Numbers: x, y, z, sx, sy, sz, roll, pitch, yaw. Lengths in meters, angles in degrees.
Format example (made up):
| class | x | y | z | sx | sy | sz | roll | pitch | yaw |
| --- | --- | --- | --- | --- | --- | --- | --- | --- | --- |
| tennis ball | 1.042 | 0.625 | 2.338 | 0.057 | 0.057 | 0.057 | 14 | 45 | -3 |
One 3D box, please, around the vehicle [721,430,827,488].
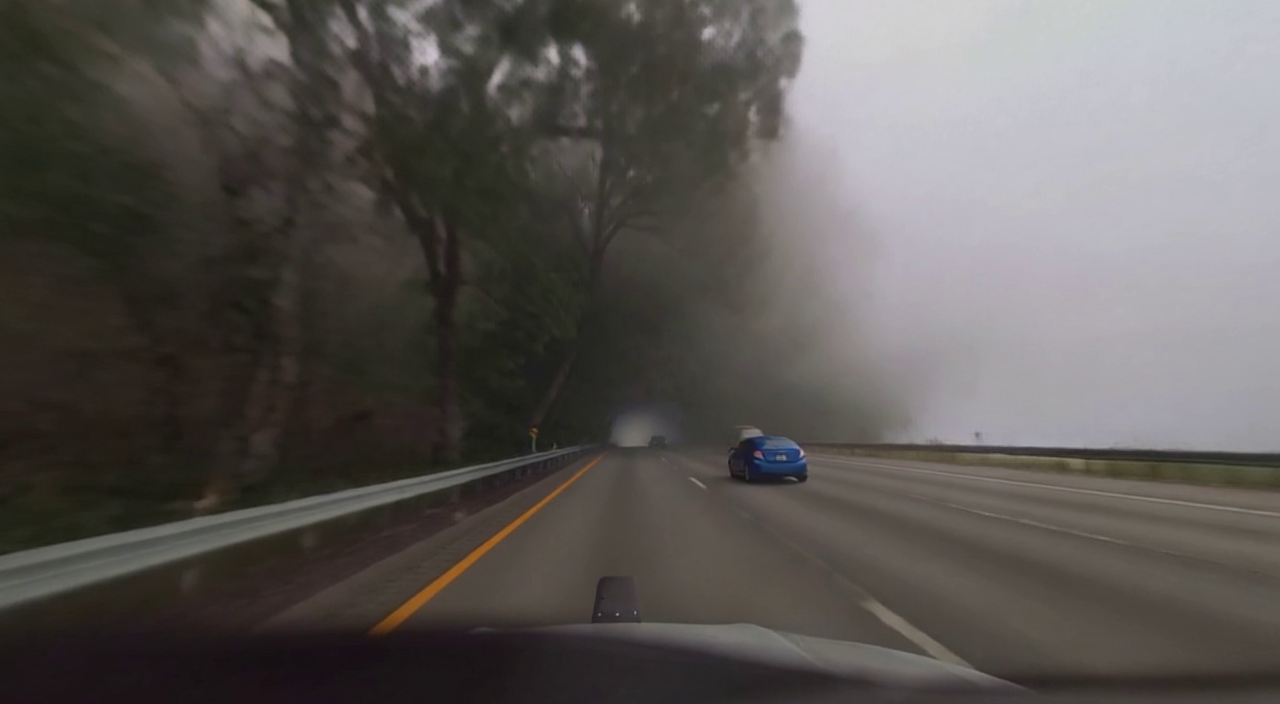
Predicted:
| class | x | y | z | sx | sy | sz | roll | pitch | yaw |
| --- | --- | --- | --- | --- | --- | --- | --- | --- | --- |
| vehicle | 3.791 | 3.107 | 18.694 | 2.017 | 1.502 | 4.369 | 0 | -8 | -2 |
